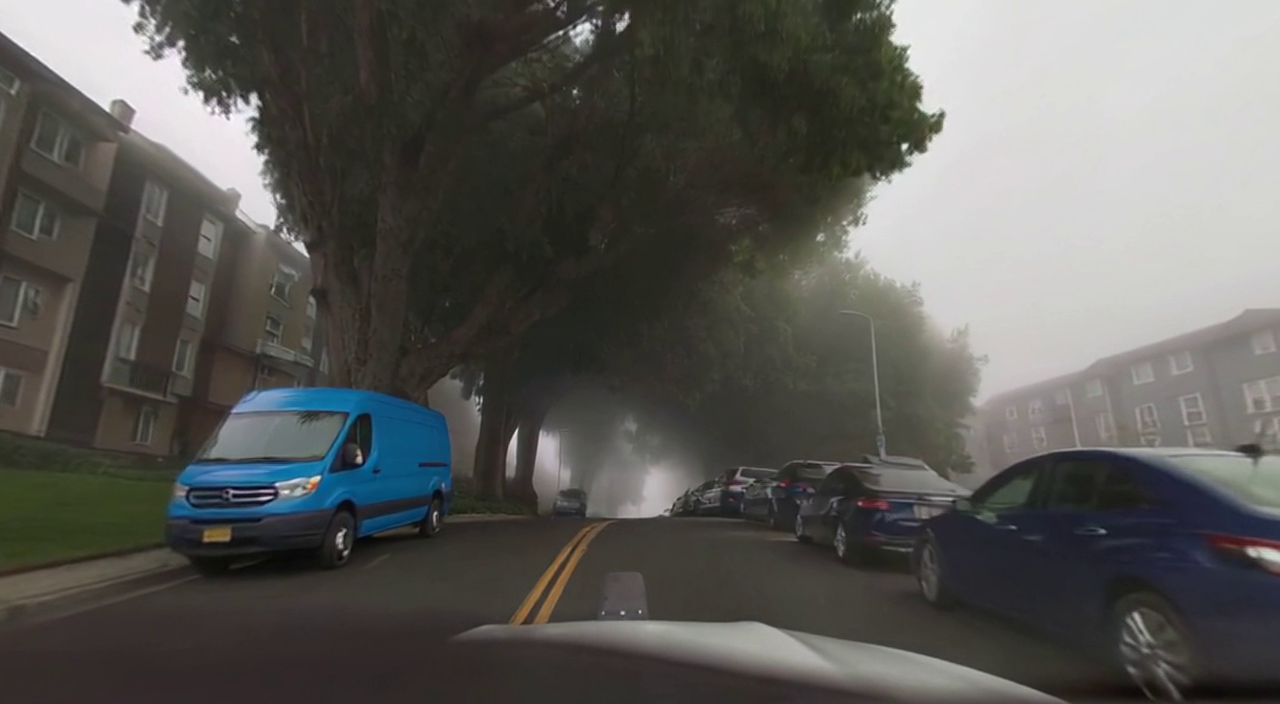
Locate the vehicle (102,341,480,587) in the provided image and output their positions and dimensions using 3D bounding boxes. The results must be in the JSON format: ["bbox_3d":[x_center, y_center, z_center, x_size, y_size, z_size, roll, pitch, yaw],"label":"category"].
[{"bbox_3d":[-4.761,1.744,10.566,2.546,2.664,6.863,-2,-9,-1],"label":"vehicle"}]

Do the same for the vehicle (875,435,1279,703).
[{"bbox_3d":[3.270,1.302,4.057,1.827,1.436,4.322,0,-9,0],"label":"vehicle"}]

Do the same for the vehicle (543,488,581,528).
[{"bbox_3d":[-5.093,10.219,41.610,2.090,1.674,4.457,-4,-4,-3],"label":"vehicle"}]
